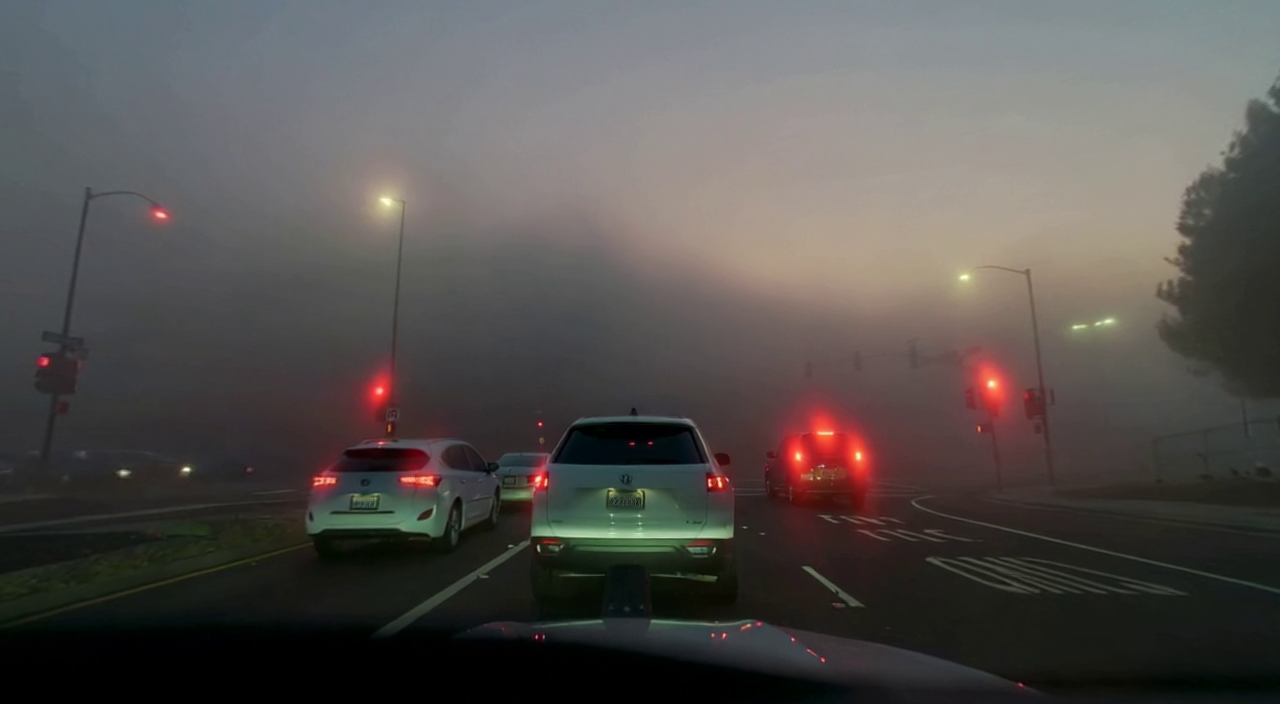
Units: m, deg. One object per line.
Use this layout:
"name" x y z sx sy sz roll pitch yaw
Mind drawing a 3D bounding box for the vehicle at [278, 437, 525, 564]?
"vehicle" -3.193 2.062 9.607 1.913 1.453 4.413 0 -8 2

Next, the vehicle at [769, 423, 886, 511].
"vehicle" 4.819 3.001 16.914 2.084 2.053 4.073 -1 -8 4

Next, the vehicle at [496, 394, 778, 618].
"vehicle" -0.025 1.525 7.174 2.203 1.757 4.286 0 -8 0

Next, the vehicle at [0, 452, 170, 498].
"vehicle" -19.946 4.379 22.723 4.308 1.494 1.829 2 -9 -15
